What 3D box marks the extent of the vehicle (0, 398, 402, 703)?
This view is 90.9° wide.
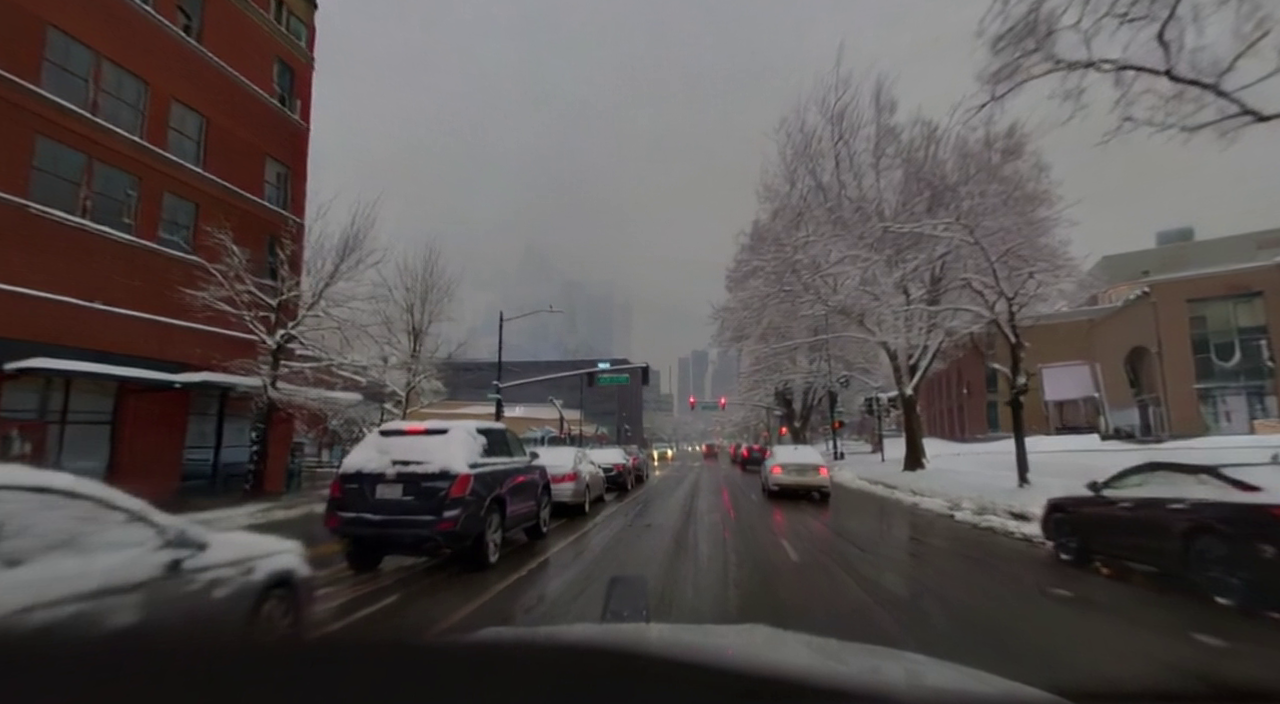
[{"bbox_3d":[-2.986,0.992,2.541,2.214,1.496,4.648,0,-9,0],"label":"vehicle"}]

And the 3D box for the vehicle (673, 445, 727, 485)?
[{"bbox_3d":[2.566,4.754,26.682,2.102,1.521,4.078,0,-9,6],"label":"vehicle"}]

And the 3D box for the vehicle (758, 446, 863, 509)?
[{"bbox_3d":[4.510,3.370,17.423,2.150,1.464,4.467,-1,-9,7],"label":"vehicle"}]

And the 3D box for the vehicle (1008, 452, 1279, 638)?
[{"bbox_3d":[6.242,1.854,6.950,1.956,1.446,4.537,0,-9,5],"label":"vehicle"}]

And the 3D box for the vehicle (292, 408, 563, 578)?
[{"bbox_3d":[-2.600,1.864,9.096,2.043,1.819,4.294,0,-9,6],"label":"vehicle"}]
